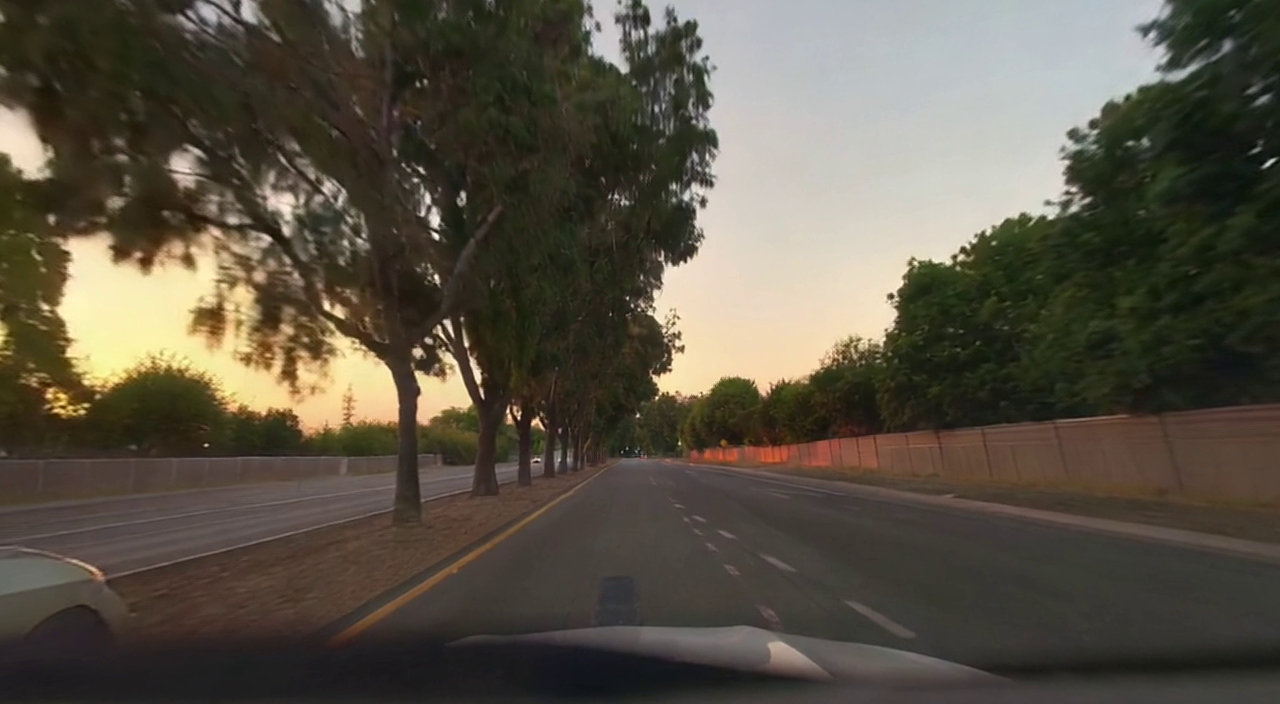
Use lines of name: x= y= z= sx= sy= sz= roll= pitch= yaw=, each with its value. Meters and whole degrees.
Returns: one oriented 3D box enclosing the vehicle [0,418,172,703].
vehicle: x=-4.059 y=0.864 z=1.599 sx=2.120 sy=1.488 sz=4.766 roll=0 pitch=-8 yaw=-1
